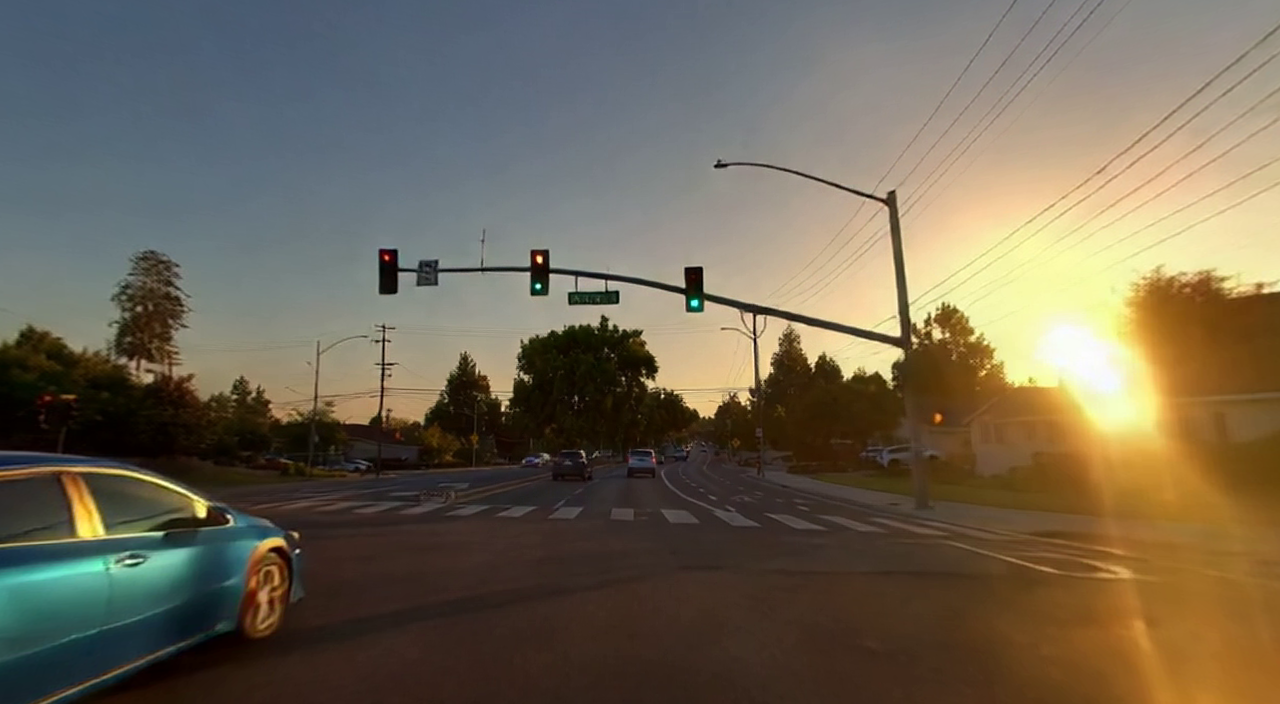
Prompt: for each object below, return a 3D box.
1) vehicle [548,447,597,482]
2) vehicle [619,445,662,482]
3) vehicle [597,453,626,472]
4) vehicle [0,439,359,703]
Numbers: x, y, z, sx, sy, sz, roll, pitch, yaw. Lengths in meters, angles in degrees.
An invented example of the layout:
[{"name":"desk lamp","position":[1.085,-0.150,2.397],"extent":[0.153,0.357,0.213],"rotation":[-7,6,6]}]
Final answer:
[{"name":"vehicle","position":[-3.427,5.811,32.988],"extent":[1.899,1.685,4.121],"rotation":[0,-9,3]},{"name":"vehicle","position":[0.112,5.967,34.149],"extent":[2.155,1.836,4.250],"rotation":[0,-9,2]},{"name":"vehicle","position":[-2.192,8.693,49.853],"extent":[1.863,1.449,4.153],"rotation":[0,-9,4]},{"name":"vehicle","position":[-3.570,1.215,3.578],"extent":[1.901,1.409,4.442],"rotation":[0,-9,0]}]
